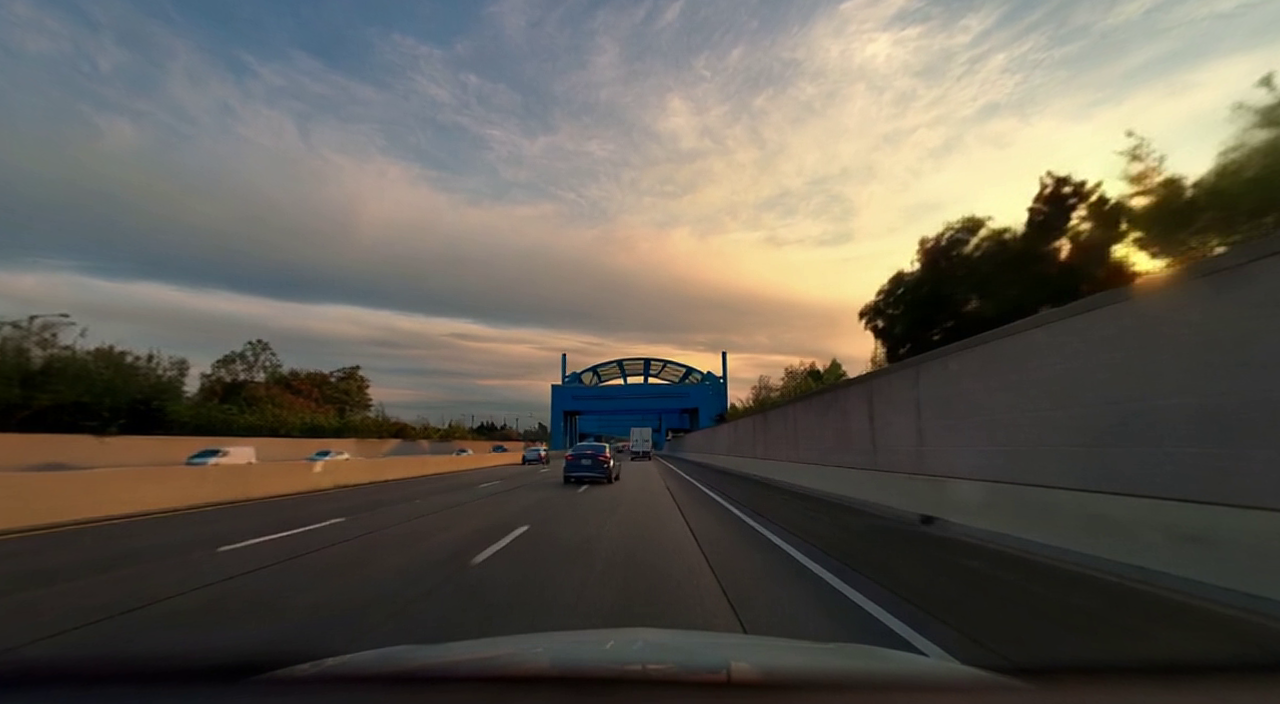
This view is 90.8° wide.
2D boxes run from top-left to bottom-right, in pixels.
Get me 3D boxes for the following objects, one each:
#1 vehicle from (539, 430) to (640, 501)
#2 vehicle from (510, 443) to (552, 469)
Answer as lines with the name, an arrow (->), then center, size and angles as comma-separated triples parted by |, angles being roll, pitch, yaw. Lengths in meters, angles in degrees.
vehicle -> -1.264, 3.166, 17.925 | 2.299, 1.716, 4.579 | -1, -9, 2
vehicle -> -7.296, 7.036, 42.772 | 2.024, 1.605, 4.499 | 0, -9, 0
